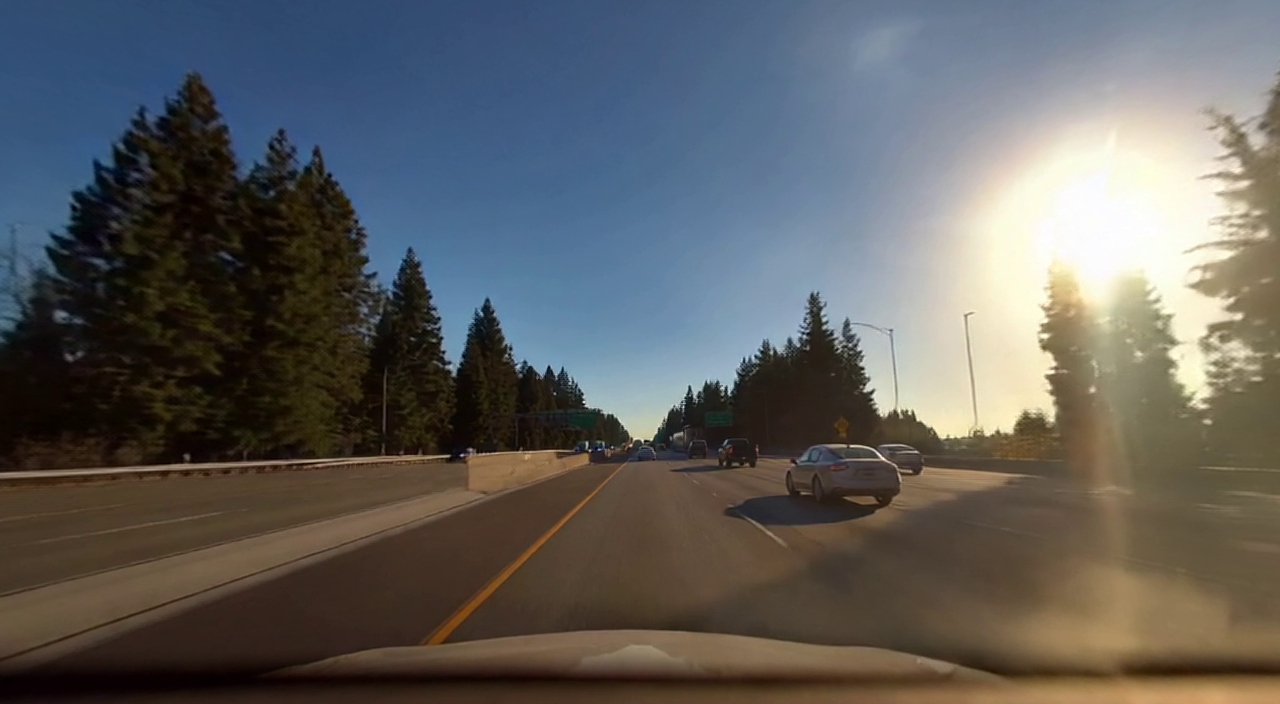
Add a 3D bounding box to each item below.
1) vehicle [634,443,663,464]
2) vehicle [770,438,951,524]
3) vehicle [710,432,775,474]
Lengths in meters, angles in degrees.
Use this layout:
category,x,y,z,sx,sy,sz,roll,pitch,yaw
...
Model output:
category,x,y,z,sx,sy,sz,roll,pitch,yaw
vehicle,0.627,7.587,47.063,2.052,1.472,4.295,0,-8,0
vehicle,4.313,2.574,13.264,1.904,1.453,4.789,0,-8,-3
vehicle,5.010,5.050,31.577,2.206,1.902,5.460,0,-8,-2
